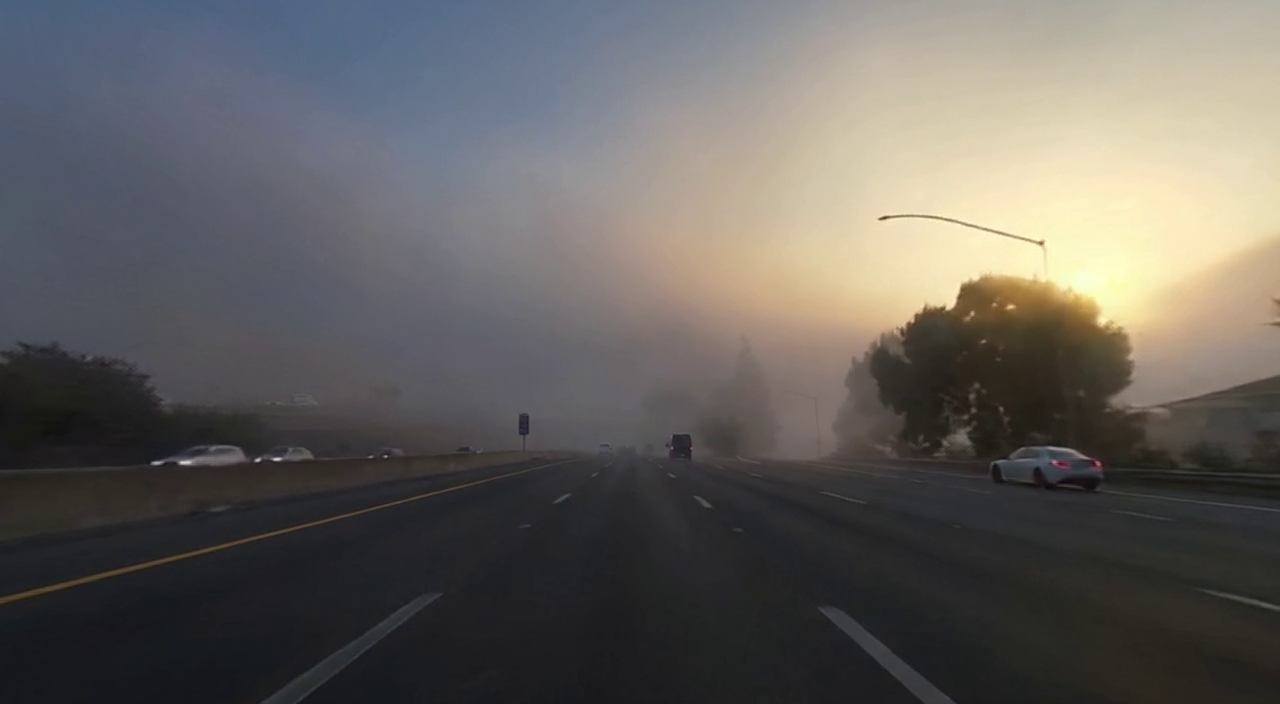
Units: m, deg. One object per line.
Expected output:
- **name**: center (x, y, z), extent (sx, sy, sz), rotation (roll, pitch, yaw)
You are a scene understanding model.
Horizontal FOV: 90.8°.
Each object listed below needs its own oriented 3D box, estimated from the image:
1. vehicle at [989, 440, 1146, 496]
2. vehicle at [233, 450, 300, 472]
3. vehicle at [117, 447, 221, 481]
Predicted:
- **vehicle**: center (12.828, 3.477, 19.363), extent (1.878, 1.509, 4.327), rotation (0, -9, 2)
- **vehicle**: center (-26.695, 7.764, 45.316), extent (1.909, 1.473, 4.754), rotation (0, -9, 0)
- **vehicle**: center (-22.934, 5.451, 30.977), extent (1.858, 1.549, 4.173), rotation (0, -9, 0)
